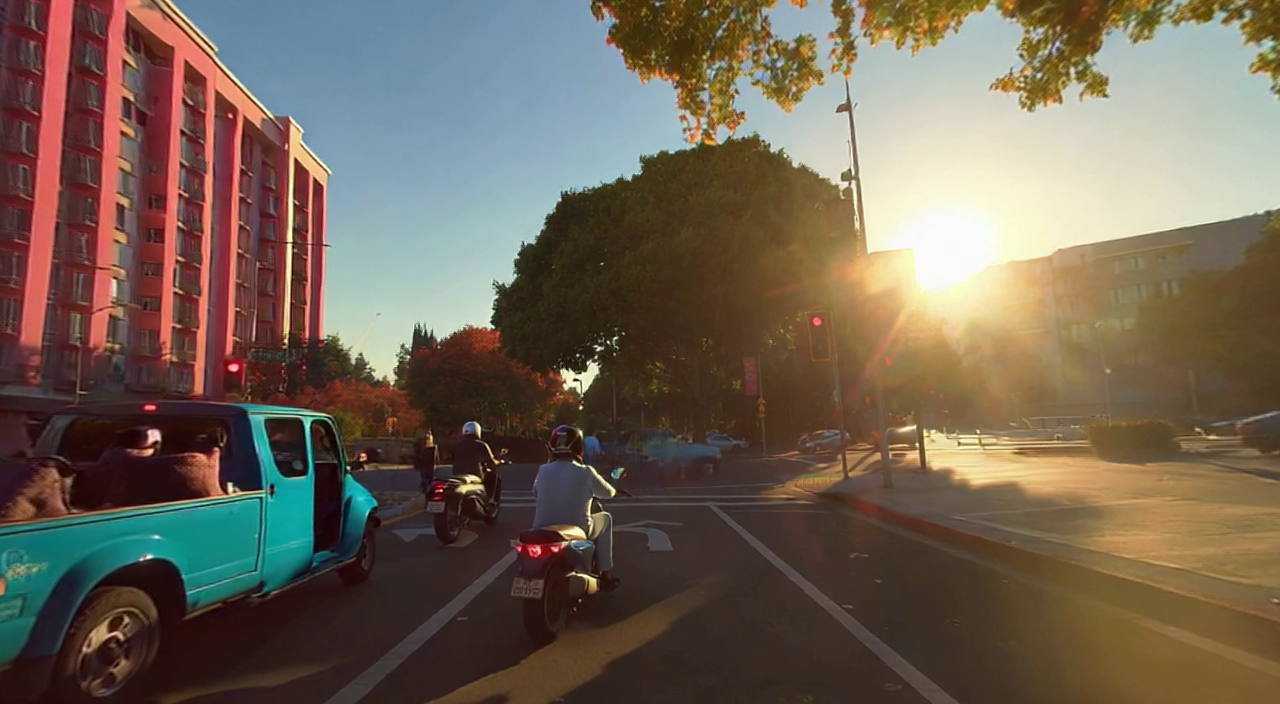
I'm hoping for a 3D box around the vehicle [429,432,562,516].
[{"bbox_3d":[-3.100,2.710,14.445,1.935,1.615,4.073,-1,-9,2],"label":"vehicle"}]

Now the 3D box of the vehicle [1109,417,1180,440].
[{"bbox_3d":[37.005,5.653,46.311,1.716,1.543,3.682,8,-12,-41],"label":"vehicle"}]

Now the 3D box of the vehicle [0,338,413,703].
[{"bbox_3d":[-3.589,1.167,4.602,2.000,1.809,4.855,0,-9,1],"label":"vehicle"}]

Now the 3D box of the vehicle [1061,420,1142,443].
[{"bbox_3d":[30.810,5.334,42.133,1.751,1.420,4.027,8,-12,-43],"label":"vehicle"}]

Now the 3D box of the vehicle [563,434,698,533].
[{"bbox_3d":[-0.103,2.300,11.620,2.025,1.458,4.085,-1,-9,1],"label":"vehicle"}]
